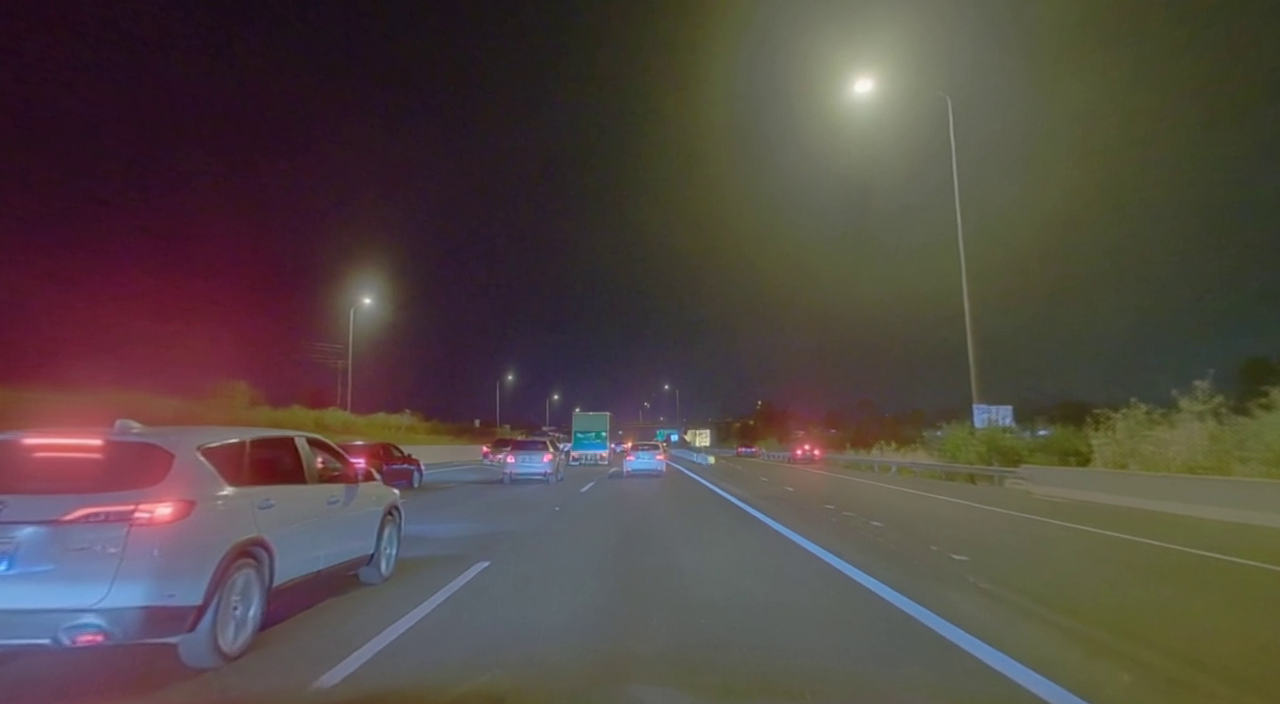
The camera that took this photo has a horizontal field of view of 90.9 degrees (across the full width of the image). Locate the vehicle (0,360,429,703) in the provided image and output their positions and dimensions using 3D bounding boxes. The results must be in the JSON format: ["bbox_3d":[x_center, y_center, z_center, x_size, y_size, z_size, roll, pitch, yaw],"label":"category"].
[{"bbox_3d":[-3.485,1.198,4.794,2.209,1.711,4.296,0,-8,1],"label":"vehicle"}]

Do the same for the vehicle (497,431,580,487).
[{"bbox_3d":[-3.505,3.784,22.684,2.125,1.792,4.466,0,-8,2],"label":"vehicle"}]

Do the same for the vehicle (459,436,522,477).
[{"bbox_3d":[-7.069,4.980,30.264,1.998,1.770,4.222,0,-8,0],"label":"vehicle"}]

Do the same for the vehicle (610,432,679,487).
[{"bbox_3d":[0.153,3.699,22.009,2.180,1.716,3.920,0,-8,0],"label":"vehicle"}]
